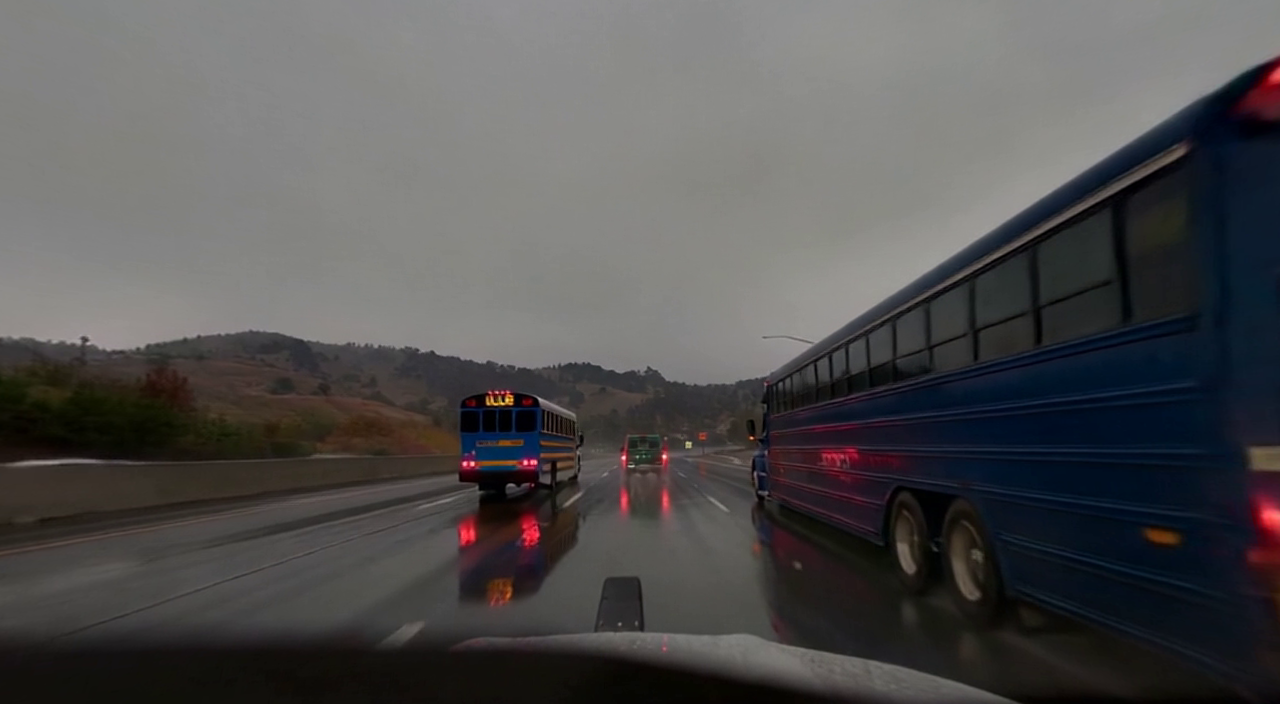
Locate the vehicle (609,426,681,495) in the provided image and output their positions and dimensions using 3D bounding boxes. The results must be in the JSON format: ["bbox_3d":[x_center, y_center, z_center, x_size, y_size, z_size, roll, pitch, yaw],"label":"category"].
[{"bbox_3d":[0.119,3.445,20.377,2.037,1.929,4.343,0,-8,-1],"label":"vehicle"}]

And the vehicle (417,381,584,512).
[{"bbox_3d":[-3.585,2.769,18.663,2.947,3.009,7.991,-1,-8,1],"label":"vehicle"}]

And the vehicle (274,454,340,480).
[{"bbox_3d":[-21.085,7.252,40.131,1.832,1.462,4.285,0,-8,0],"label":"vehicle"}]

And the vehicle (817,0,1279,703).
[{"bbox_3d":[4.140,0.281,5.821,3.050,3.810,6.889,-1,-8,1],"label":"vehicle"}]

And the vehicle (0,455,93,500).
[{"bbox_3d":[-24.657,4.886,24.794,2.031,1.572,4.783,-1,-9,0],"label":"vehicle"}]
